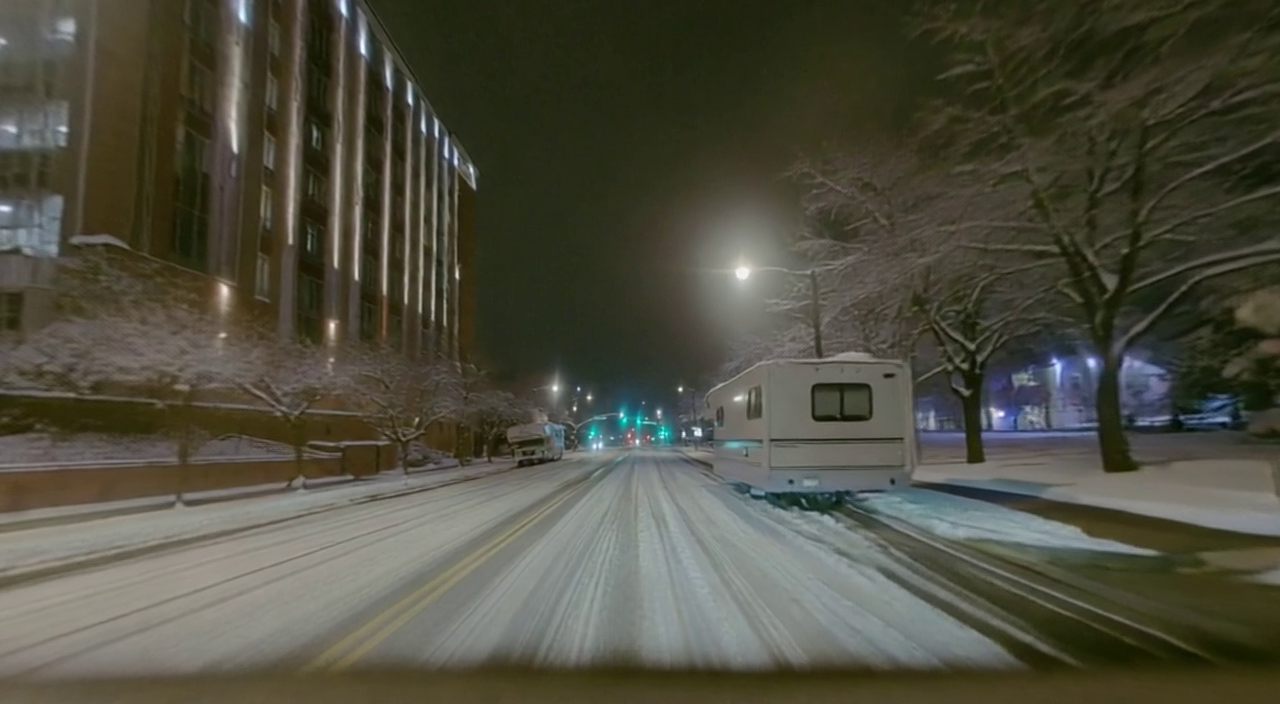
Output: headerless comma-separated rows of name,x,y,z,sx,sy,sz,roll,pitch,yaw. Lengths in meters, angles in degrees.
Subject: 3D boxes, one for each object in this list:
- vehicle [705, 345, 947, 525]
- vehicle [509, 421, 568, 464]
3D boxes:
vehicle,3.716,2.006,15.468,3.074,3.099,8.805,1,-7,-1
vehicle,-7.122,6.487,45.463,3.108,2.771,7.999,0,-8,-1
